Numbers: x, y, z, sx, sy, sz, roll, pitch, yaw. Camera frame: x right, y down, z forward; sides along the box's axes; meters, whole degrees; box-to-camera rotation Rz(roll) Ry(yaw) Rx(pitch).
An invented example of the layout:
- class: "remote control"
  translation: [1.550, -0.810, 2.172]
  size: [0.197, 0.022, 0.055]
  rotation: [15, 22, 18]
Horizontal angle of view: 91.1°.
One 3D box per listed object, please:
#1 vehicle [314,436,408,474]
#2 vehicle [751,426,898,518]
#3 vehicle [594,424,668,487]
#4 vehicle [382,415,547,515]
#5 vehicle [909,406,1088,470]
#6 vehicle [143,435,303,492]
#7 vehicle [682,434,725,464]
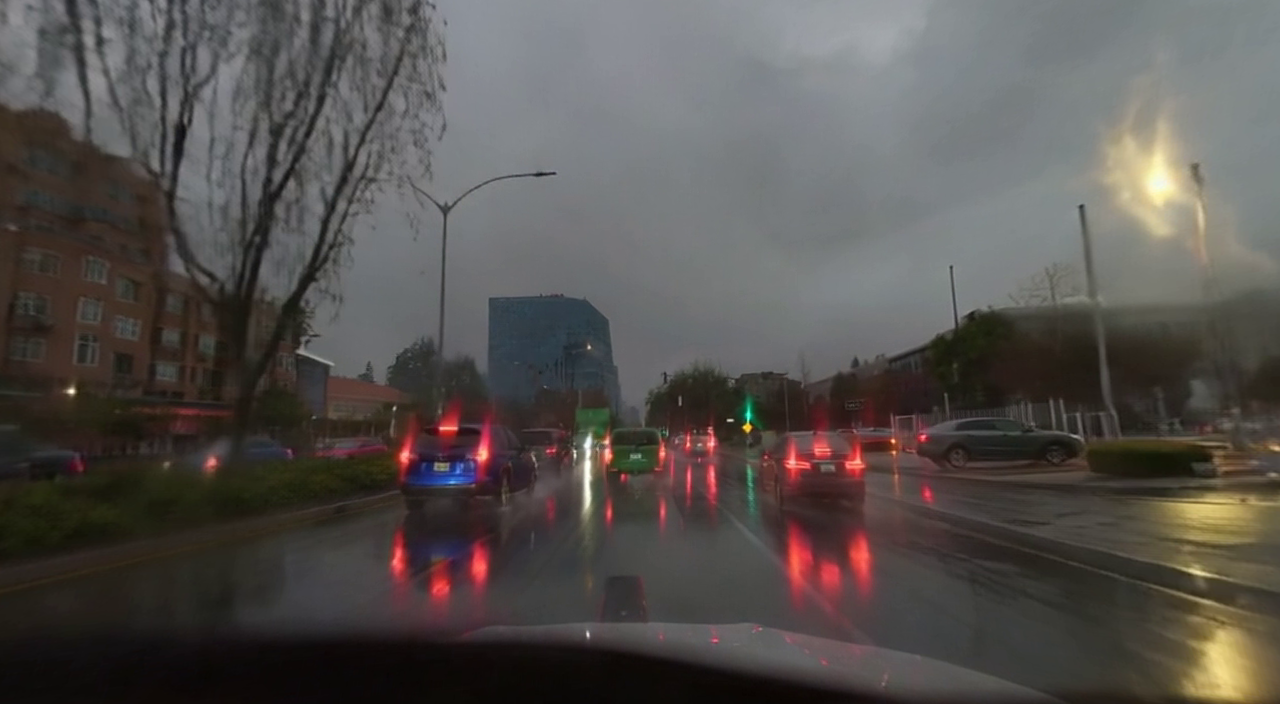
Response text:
- class: "vehicle"
  translation: [-12.171, 4.527, 27.774]
  size: [1.924, 1.511, 4.640]
  rotation: [0, -8, 1]
- class: "vehicle"
  translation: [3.489, 2.337, 12.699]
  size: [1.847, 1.554, 3.885]
  rotation: [0, -8, 1]
- class: "vehicle"
  translation: [-0.198, 3.137, 19.283]
  size: [2.022, 1.700, 4.084]
  rotation: [0, -8, 1]
- class: "vehicle"
  translation: [-3.392, 2.288, 13.160]
  size: [2.047, 1.710, 4.314]
  rotation: [0, -8, 2]
- class: "vehicle"
  translation: [12.443, 3.037, 22.047]
  size: [4.991, 1.978, 2.090]
  rotation: [-8, -11, 42]
- class: "vehicle"
  translation: [-12.360, 3.313, 19.023]
  size: [1.843, 1.509, 4.301]
  rotation: [0, -8, 1]
- class: "vehicle"
  translation: [3.378, 5.282, 34.282]
  size: [1.948, 1.475, 4.093]
  rotation: [0, -8, 0]
